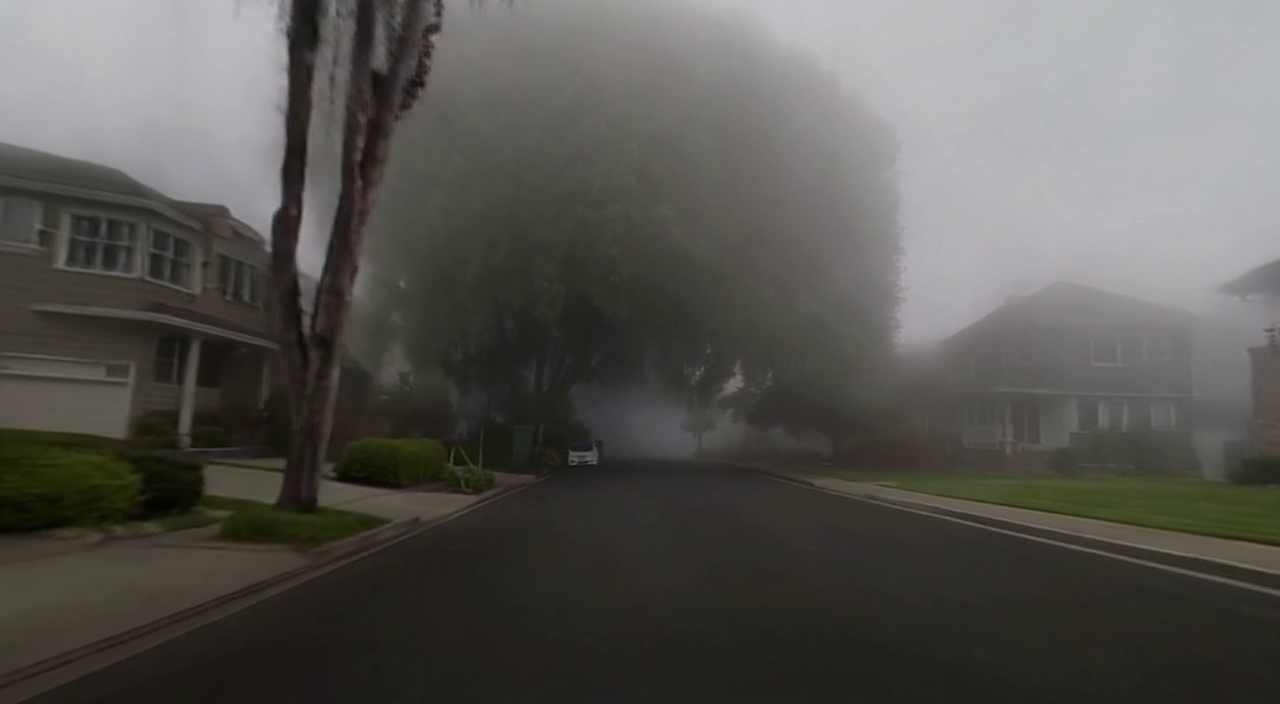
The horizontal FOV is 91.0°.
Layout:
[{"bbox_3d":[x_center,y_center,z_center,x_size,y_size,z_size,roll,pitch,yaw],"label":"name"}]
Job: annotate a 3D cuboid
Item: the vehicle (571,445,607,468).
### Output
[{"bbox_3d":[-3.364,7.024,42.509,2.017,1.397,4.004,-1,-8,2],"label":"vehicle"}]
